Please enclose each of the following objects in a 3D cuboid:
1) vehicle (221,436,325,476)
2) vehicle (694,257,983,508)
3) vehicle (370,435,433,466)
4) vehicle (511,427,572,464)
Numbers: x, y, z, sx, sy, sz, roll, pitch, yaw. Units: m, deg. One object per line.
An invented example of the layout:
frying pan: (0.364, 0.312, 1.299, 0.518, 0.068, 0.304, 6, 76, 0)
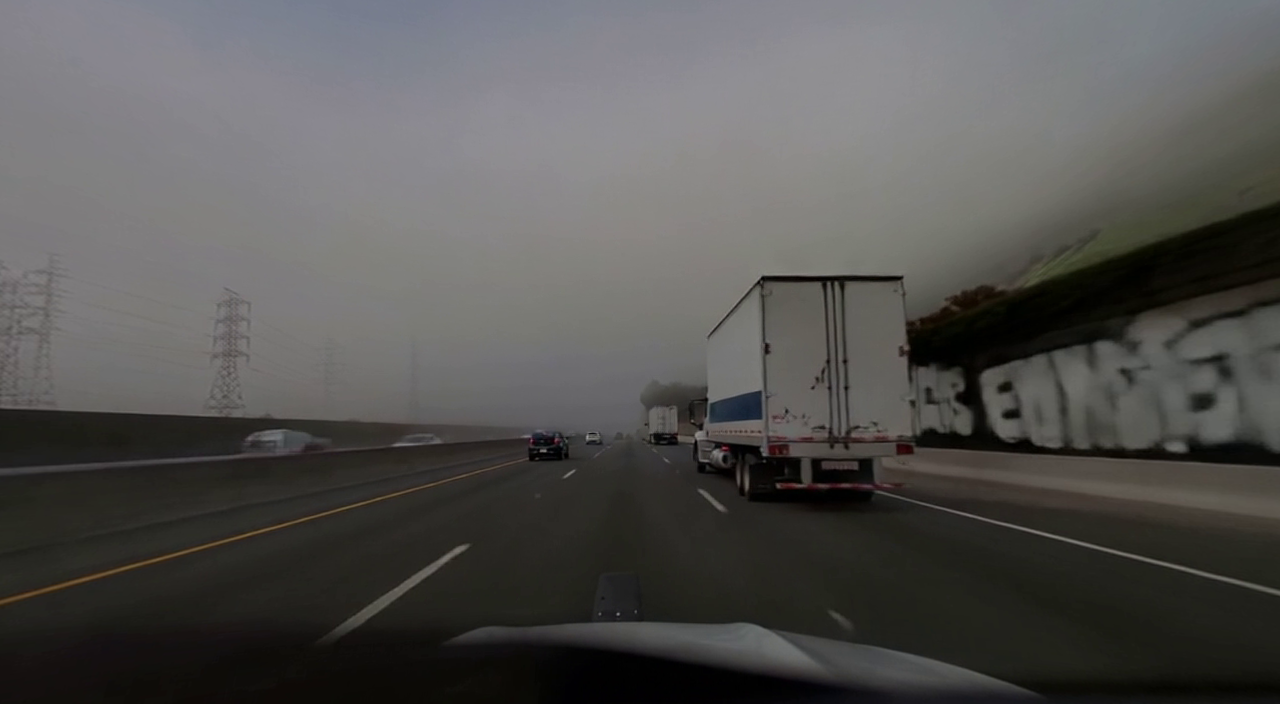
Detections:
vehicle: (-15.474, 4.363, 26.867, 1.927, 1.539, 4.149, 0, -7, 0)
vehicle: (3.475, 1.131, 15.166, 3.060, 3.842, 11.095, 0, -7, -1)
vehicle: (-11.874, 4.873, 31.592, 1.686, 1.445, 3.641, 0, -7, 0)
vehicle: (-4.260, 4.108, 27.941, 1.965, 1.486, 4.448, 0, -7, 0)
